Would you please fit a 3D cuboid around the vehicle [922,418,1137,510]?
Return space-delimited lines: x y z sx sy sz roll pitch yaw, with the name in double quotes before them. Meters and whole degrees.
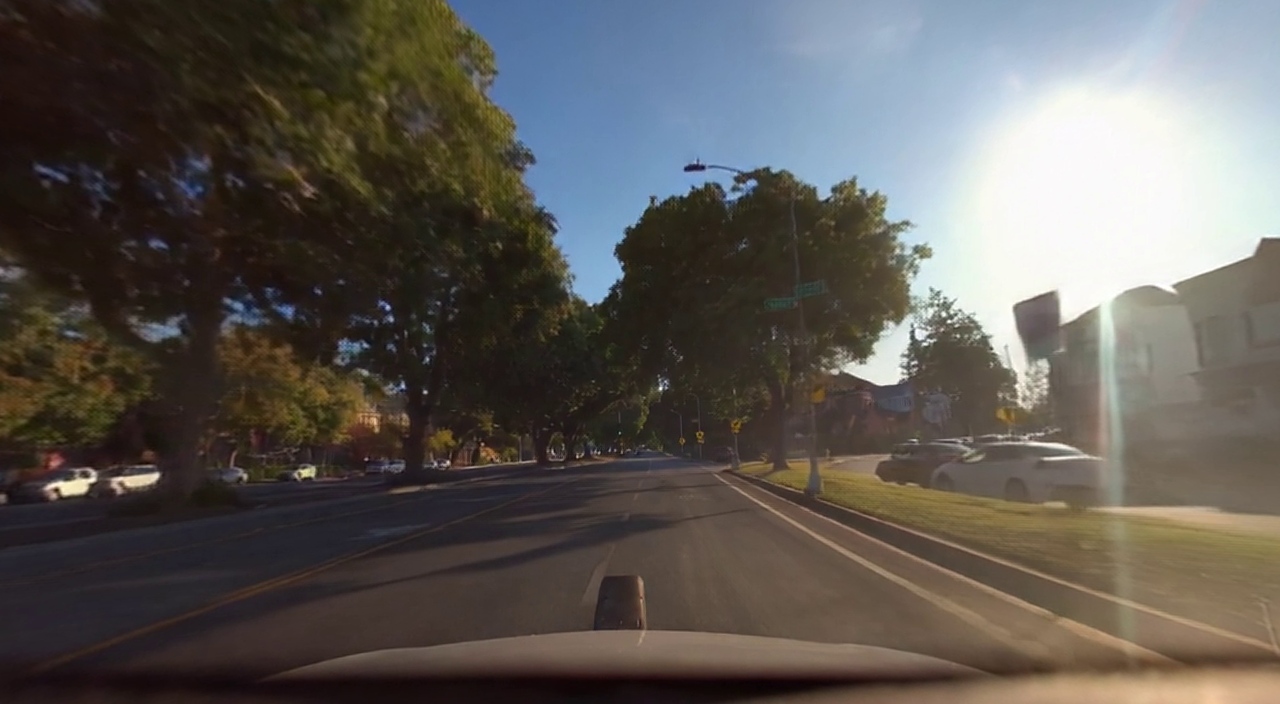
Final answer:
"vehicle" 8.964 2.820 15.200 1.923 1.741 4.683 -3 -13 -2

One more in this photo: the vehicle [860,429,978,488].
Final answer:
"vehicle" 9.053 3.636 21.003 2.004 1.476 4.588 -4 -14 3

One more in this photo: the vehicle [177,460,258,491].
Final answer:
"vehicle" -27.444 8.112 41.231 1.936 1.723 4.573 -4 -13 3

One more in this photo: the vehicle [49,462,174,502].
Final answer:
"vehicle" -27.854 6.843 33.586 2.076 1.815 4.985 -1 -9 4
